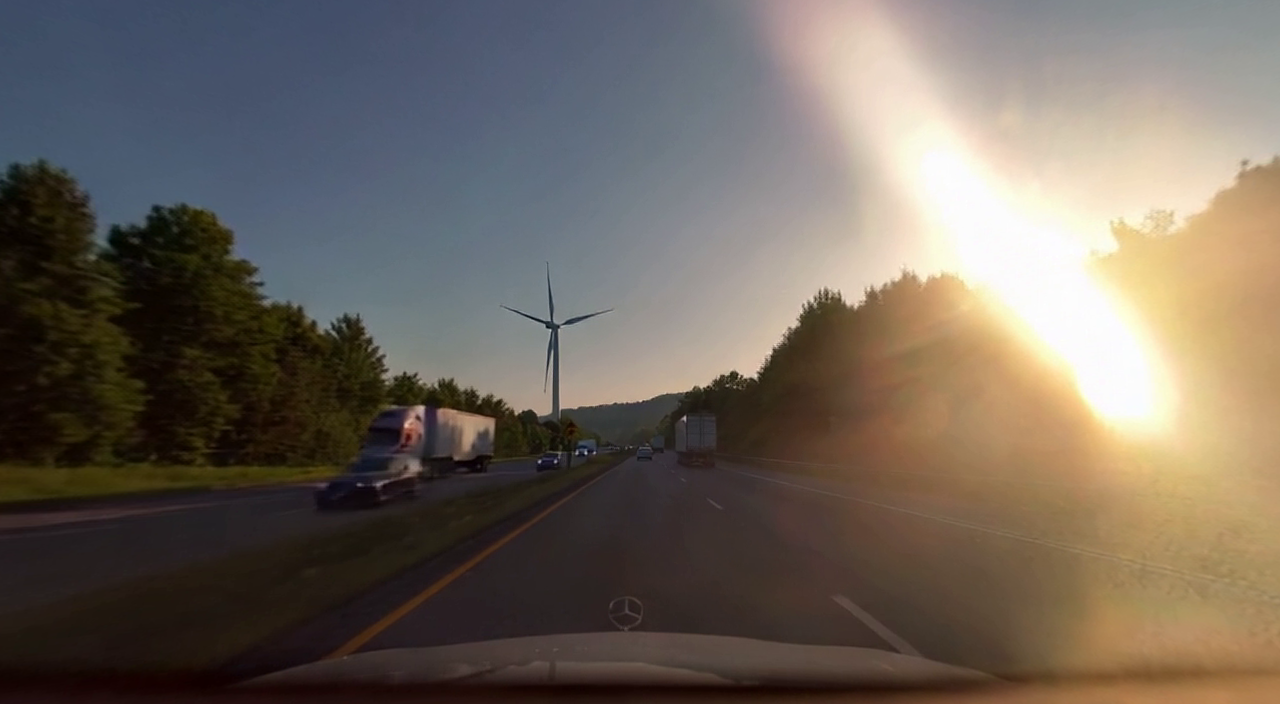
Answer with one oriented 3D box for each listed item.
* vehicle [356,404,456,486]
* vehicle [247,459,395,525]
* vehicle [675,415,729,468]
[{"bbox_3d":[-12.405,5.064,34.085,2.954,4.010,5.914,-1,-9,1],"label":"vehicle"},{"bbox_3d":[-8.044,3.523,16.354,1.843,1.456,3.733,0,-9,0],"label":"vehicle"},{"bbox_3d":[4.427,6.802,47.336,2.903,3.602,9.351,0,-9,-1],"label":"vehicle"}]
